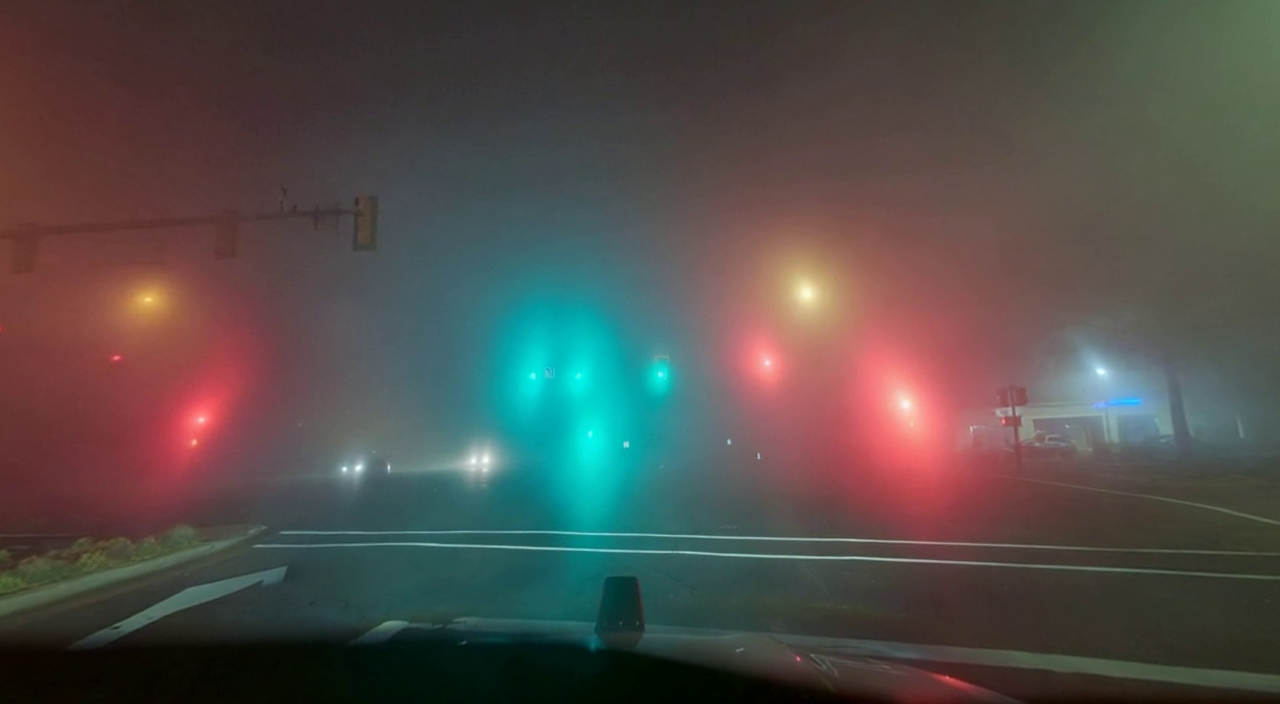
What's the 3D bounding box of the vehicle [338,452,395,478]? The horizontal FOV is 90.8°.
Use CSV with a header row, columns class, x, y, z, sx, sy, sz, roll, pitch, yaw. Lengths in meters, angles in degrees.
class,x,y,z,sx,sy,sz,roll,pitch,yaw
vehicle,-18.834,7.799,43.761,1.933,1.664,4.255,0,-9,1
